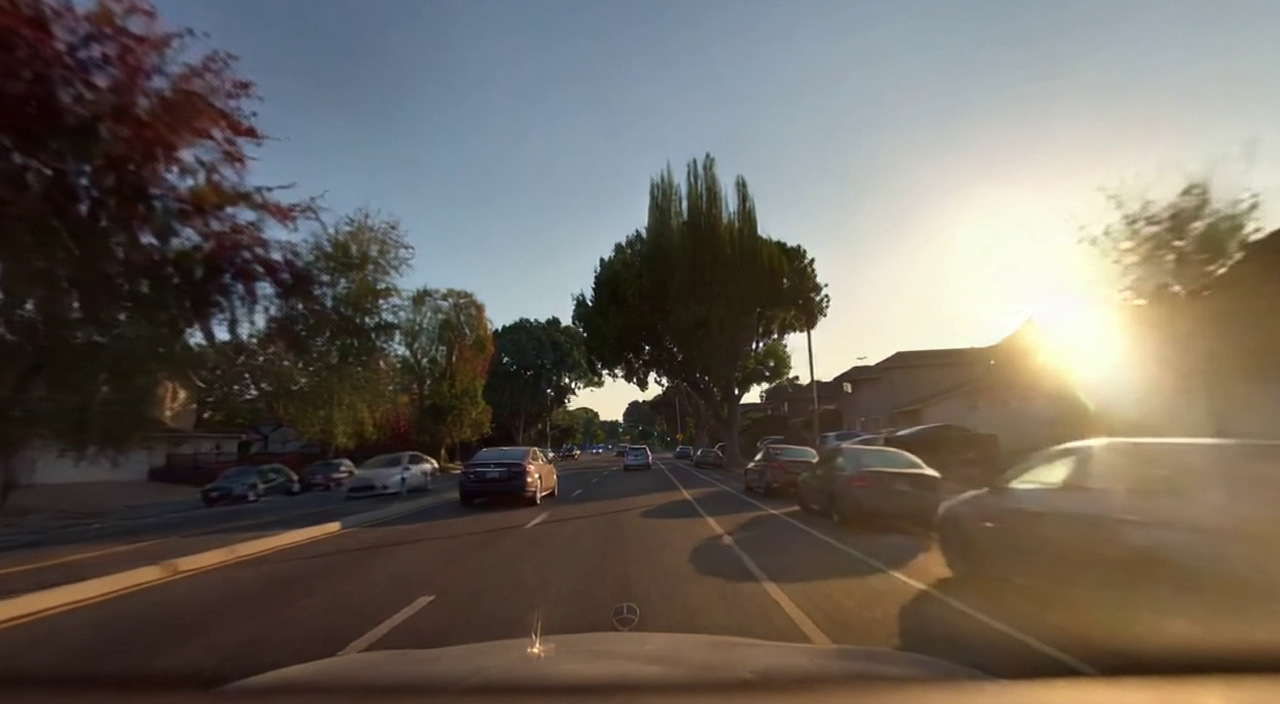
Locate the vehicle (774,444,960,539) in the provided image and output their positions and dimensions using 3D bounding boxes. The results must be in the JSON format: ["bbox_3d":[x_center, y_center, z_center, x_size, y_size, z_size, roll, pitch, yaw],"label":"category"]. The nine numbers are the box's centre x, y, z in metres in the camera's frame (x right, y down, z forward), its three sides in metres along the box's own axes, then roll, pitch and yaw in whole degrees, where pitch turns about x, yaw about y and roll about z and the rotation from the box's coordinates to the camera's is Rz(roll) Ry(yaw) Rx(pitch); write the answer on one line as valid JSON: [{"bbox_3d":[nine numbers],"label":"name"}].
[{"bbox_3d":[4.039,2.535,12.220,1.881,1.453,4.574,0,-9,0],"label":"vehicle"}]

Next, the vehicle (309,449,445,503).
[{"bbox_3d":[-8.310,3.933,20.568,2.075,1.487,4.792,-1,-9,4],"label":"vehicle"}]

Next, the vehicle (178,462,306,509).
[{"bbox_3d":[-14.894,4.997,23.976,1.862,1.466,4.429,-1,-9,2],"label":"vehicle"}]

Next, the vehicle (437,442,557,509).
[{"bbox_3d":[-3.472,3.077,16.282,2.027,1.477,4.413,0,-9,0],"label":"vehicle"}]

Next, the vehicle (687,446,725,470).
[{"bbox_3d":[4.306,6.961,41.668,1.944,1.470,4.530,0,-9,-1],"label":"vehicle"}]

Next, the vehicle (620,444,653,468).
[{"bbox_3d":[-0.239,7.069,43.051,2.088,1.495,4.048,0,-9,0],"label":"vehicle"}]

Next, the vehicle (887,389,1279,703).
[{"bbox_3d":[4.207,1.386,5.472,2.045,1.702,4.916,0,-9,-1],"label":"vehicle"}]
